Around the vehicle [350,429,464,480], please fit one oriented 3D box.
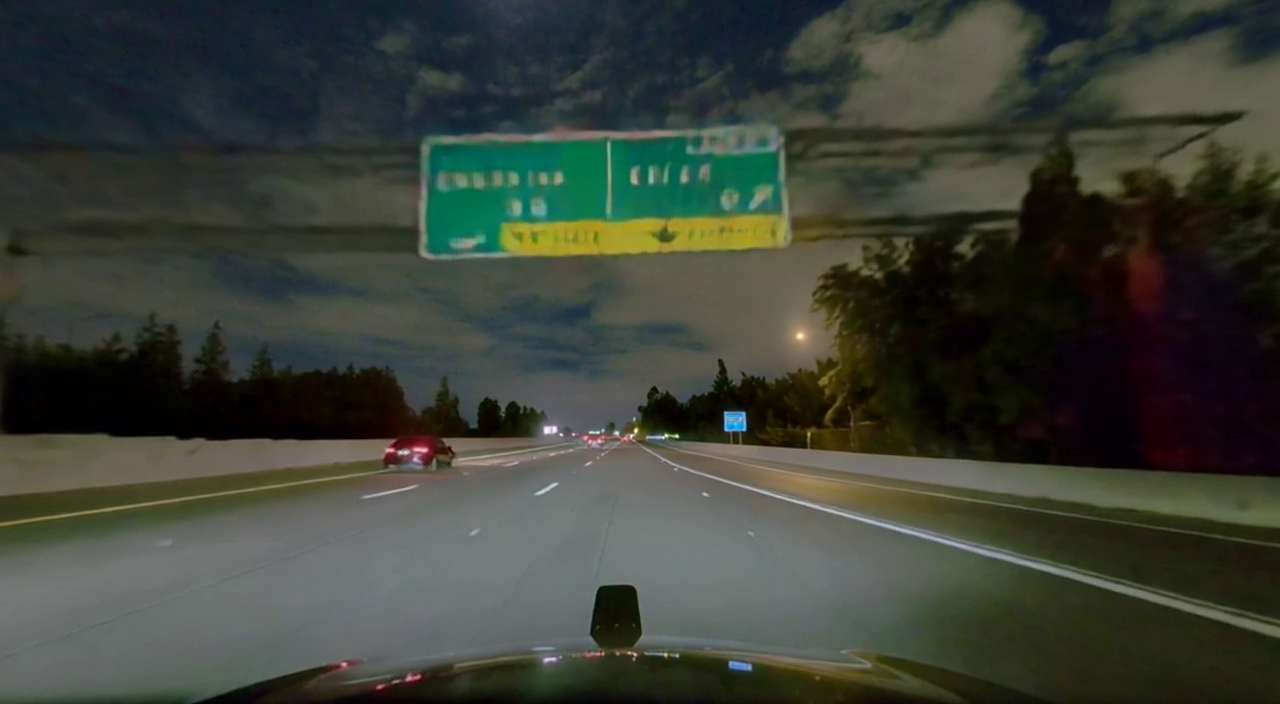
[{"bbox_3d":[-8.094,3.594,22.547,2.092,1.574,5.251,0,-8,0],"label":"vehicle"}]
